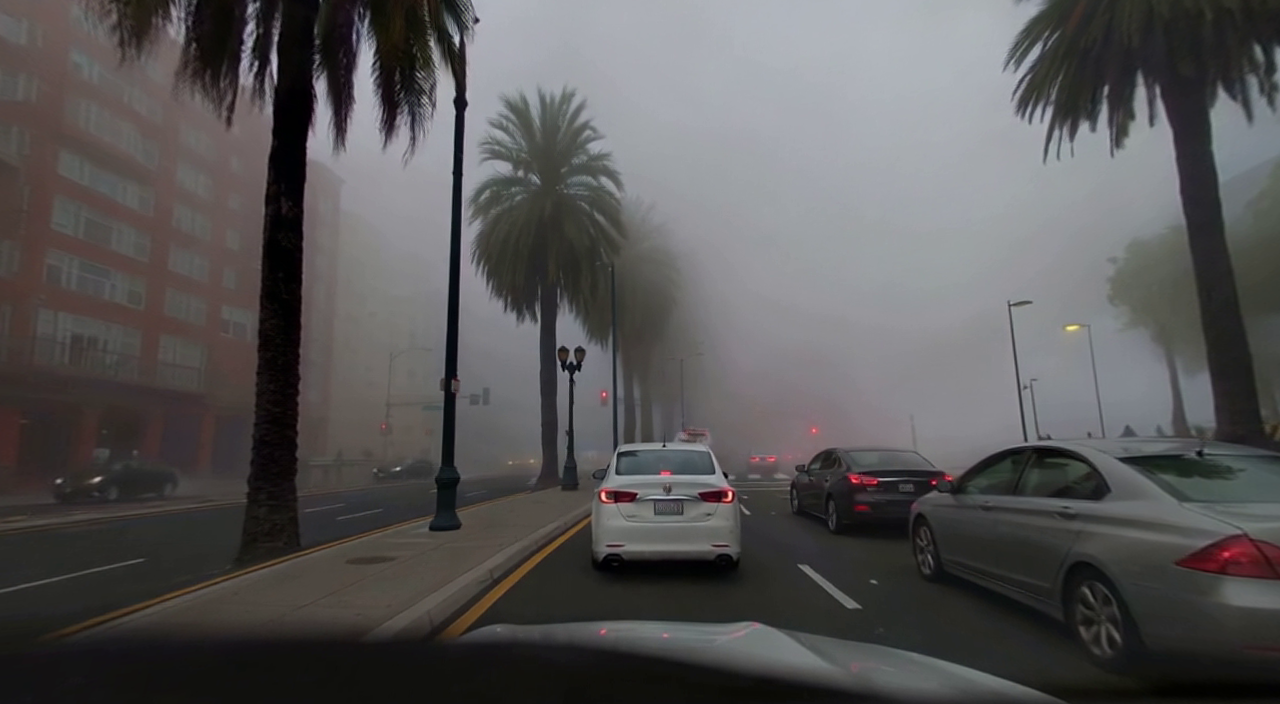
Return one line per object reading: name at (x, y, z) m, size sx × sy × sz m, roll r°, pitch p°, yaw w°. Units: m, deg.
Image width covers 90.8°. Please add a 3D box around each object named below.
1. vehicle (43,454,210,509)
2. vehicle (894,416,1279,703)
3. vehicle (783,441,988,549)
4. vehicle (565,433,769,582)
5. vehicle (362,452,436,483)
vehicle at (-16.664, 4.166, 20.816) m, size 1.801 × 1.563 × 4.015 m, roll -2°, pitch -9°, yaw 8°
vehicle at (3.643, 1.301, 4.571) m, size 1.913 × 1.469 × 4.425 m, roll -1°, pitch -9°, yaw 2°
vehicle at (3.943, 2.347, 11.127) m, size 1.920 × 1.490 × 4.417 m, roll 0°, pitch -9°, yaw 1°
vehicle at (0.326, 1.876, 8.362) m, size 2.078 × 1.503 × 3.681 m, roll -1°, pitch -9°, yaw 2°
vehicle at (-14.080, 6.749, 37.187) m, size 2.078 × 1.662 × 4.436 m, roll -2°, pitch -9°, yaw 9°
